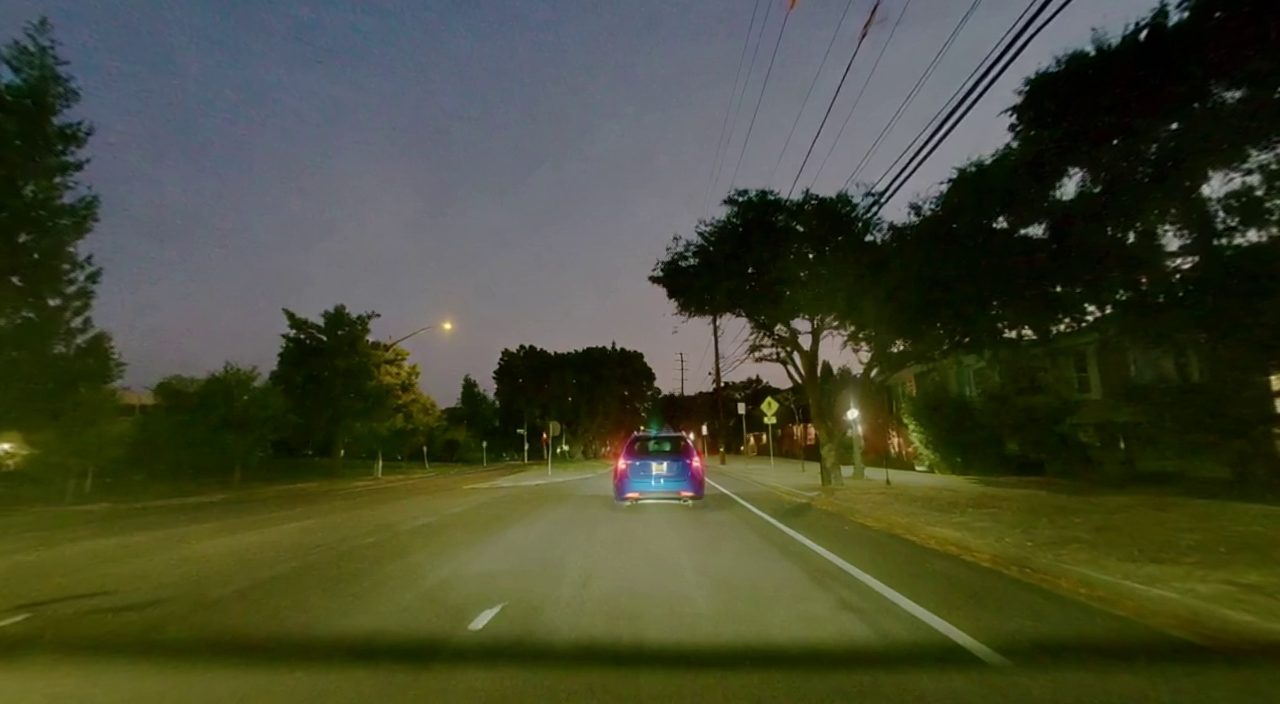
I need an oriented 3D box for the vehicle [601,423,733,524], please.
[{"bbox_3d":[0.449,2.340,12.620,2.200,1.653,4.127,0,-8,0],"label":"vehicle"}]
